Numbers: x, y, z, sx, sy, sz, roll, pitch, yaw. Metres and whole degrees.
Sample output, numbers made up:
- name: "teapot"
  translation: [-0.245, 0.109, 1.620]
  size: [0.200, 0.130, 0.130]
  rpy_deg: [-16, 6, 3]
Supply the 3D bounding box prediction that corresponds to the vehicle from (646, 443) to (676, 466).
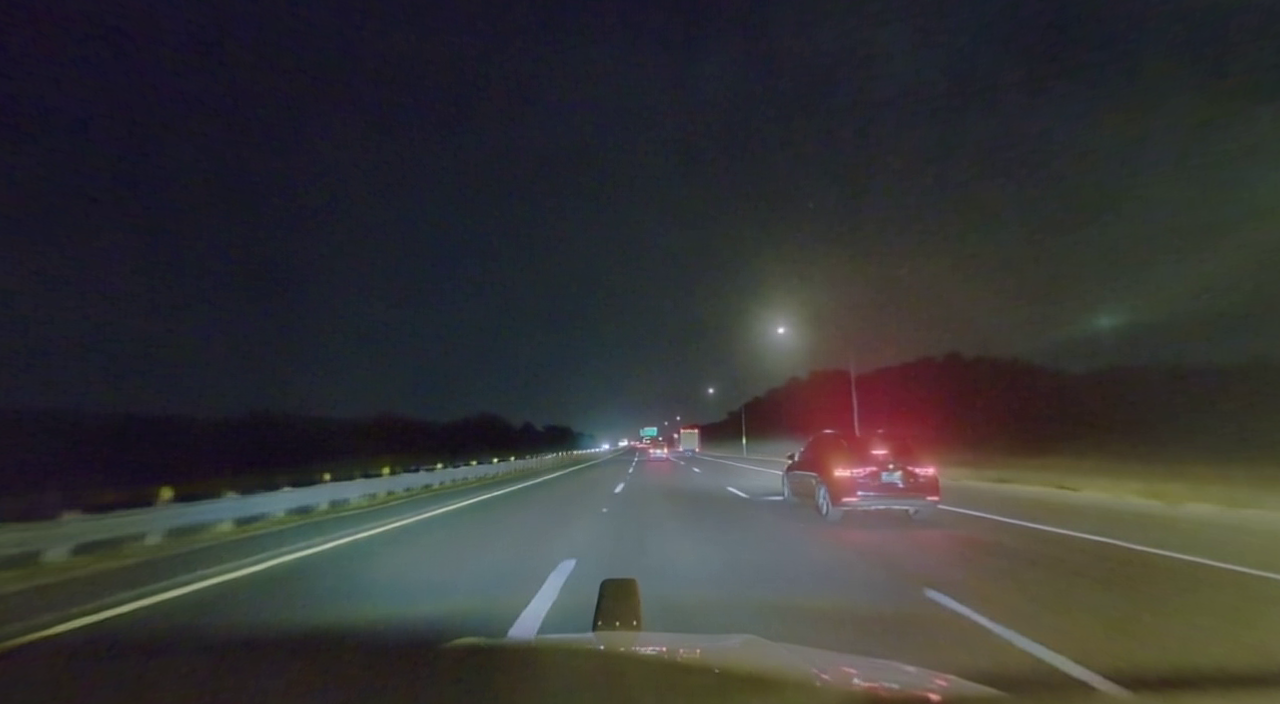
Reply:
- name: "vehicle"
  translation: [1.445, 7.359, 45.118]
  size: [1.970, 1.560, 4.182]
  rpy_deg: [0, -9, -1]
